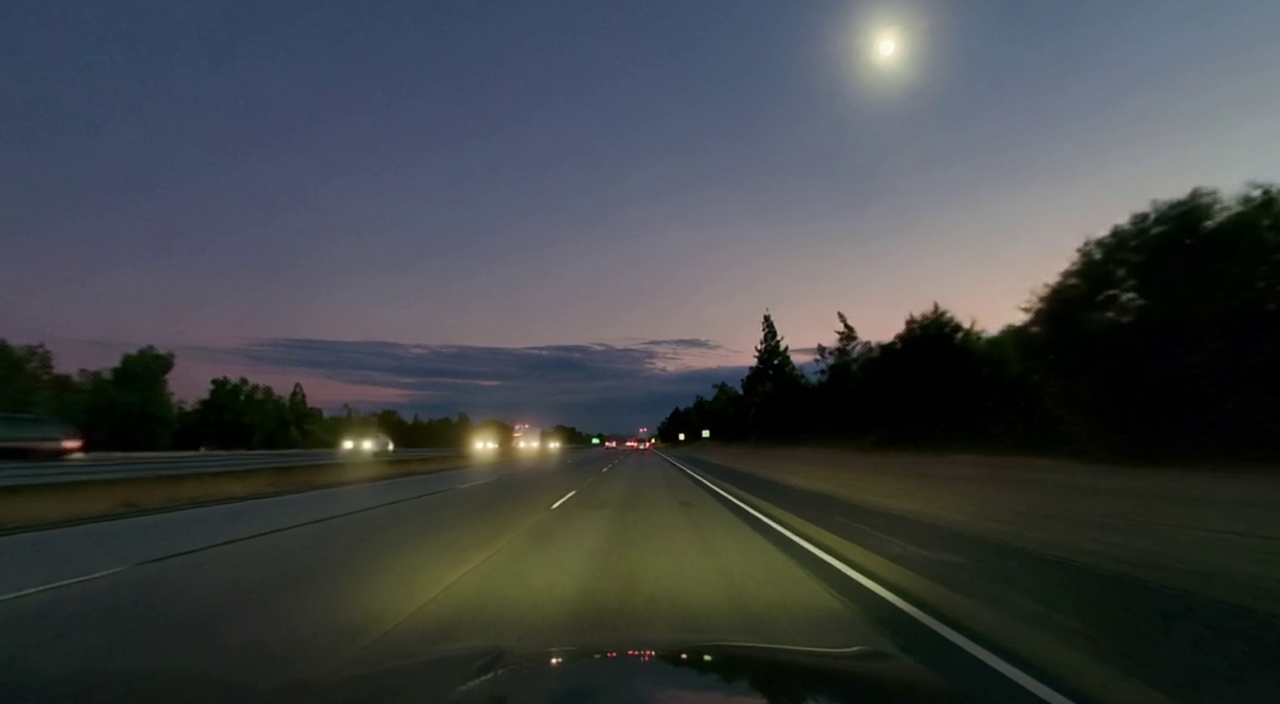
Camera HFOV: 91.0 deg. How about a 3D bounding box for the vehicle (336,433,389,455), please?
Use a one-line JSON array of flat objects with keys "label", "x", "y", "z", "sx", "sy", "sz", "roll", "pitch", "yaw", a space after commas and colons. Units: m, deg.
[{"label": "vehicle", "x": -19.970, "y": 6.630, "z": 45.451, "sx": 1.843, "sy": 1.517, "sz": 4.270, "roll": 0, "pitch": -8, "yaw": 1}]
